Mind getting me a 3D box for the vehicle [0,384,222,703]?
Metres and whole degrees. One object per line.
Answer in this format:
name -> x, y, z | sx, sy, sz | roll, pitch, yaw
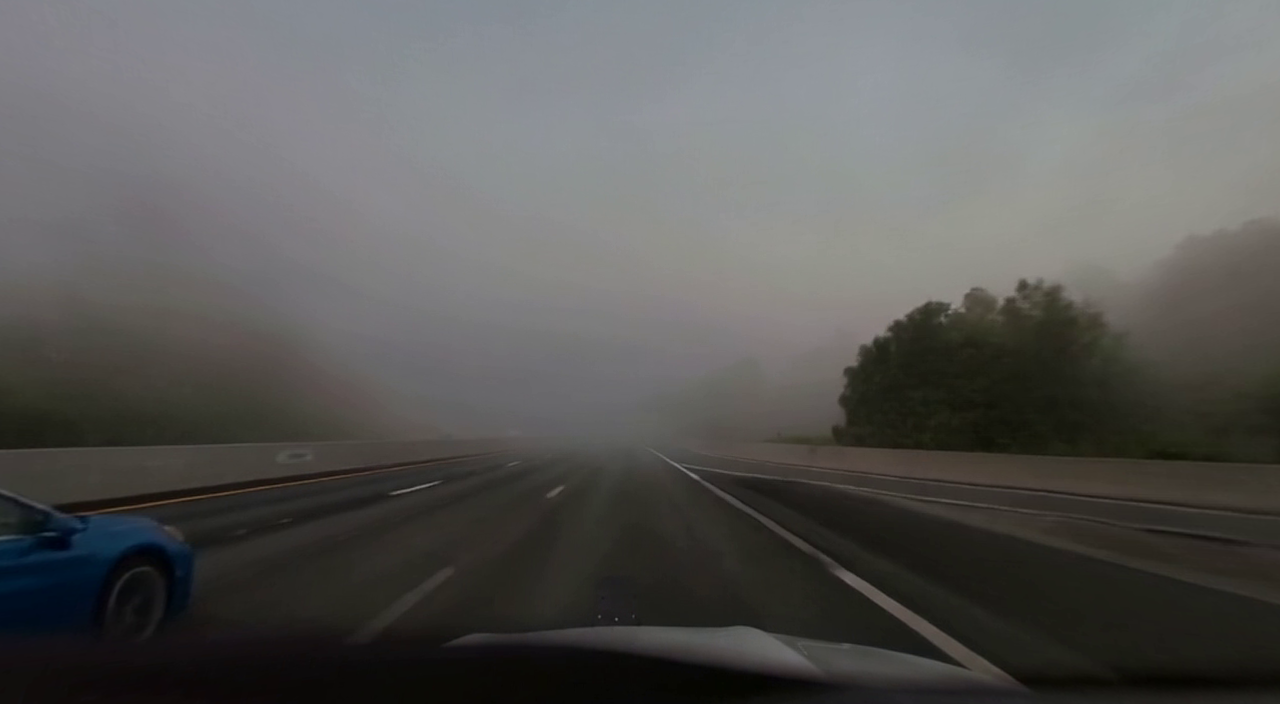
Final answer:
vehicle -> -3.794, 0.800, 1.976 | 2.026, 1.517, 4.325 | 0, -8, -1
